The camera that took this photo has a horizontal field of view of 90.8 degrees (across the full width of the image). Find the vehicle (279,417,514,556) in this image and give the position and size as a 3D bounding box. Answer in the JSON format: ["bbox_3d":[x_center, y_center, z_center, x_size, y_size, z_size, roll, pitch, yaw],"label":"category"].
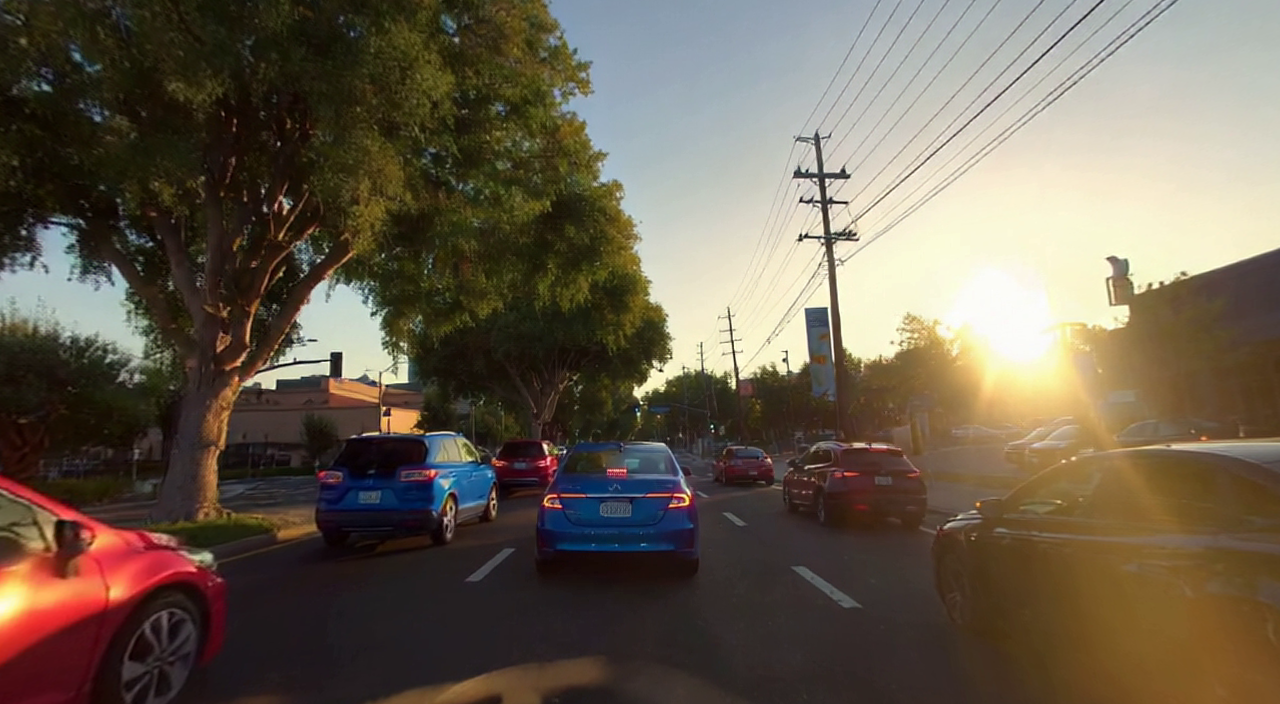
[{"bbox_3d":[-3.414,1.972,9.942,1.979,1.697,4.254,0,-9,0],"label":"vehicle"}]

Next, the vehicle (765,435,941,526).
[{"bbox_3d":[3.934,2.446,12.594,1.909,1.473,4.361,0,-9,-1],"label":"vehicle"}]

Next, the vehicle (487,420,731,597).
[{"bbox_3d":[-0.313,1.637,7.422,2.097,1.511,3.809,0,-9,-2],"label":"vehicle"}]

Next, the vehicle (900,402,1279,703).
[{"bbox_3d":[3.666,1.190,4.189,1.929,1.479,4.723,0,-9,1],"label":"vehicle"}]

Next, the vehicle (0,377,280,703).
[{"bbox_3d":[-2.865,0.693,0.954,1.984,1.496,4.530,0,-9,0],"label":"vehicle"}]
